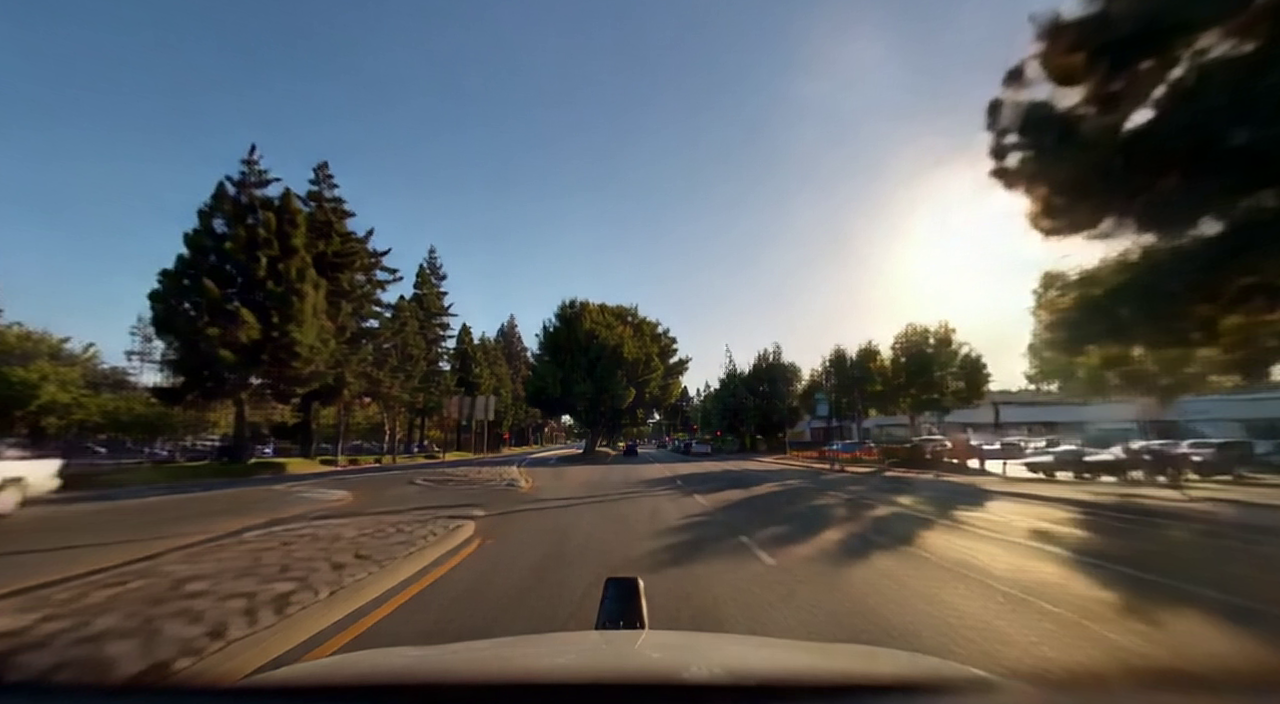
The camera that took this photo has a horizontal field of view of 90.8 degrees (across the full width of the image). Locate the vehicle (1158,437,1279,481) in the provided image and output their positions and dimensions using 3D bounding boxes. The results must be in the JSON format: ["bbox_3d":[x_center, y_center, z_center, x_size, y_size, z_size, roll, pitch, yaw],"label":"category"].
[{"bbox_3d":[24.827,4.393,26.427,1.988,1.617,4.524,2,-8,-10],"label":"vehicle"}]

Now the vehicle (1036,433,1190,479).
[{"bbox_3d":[21.438,4.703,29.026,2.150,1.812,5.372,0,-8,-13],"label":"vehicle"}]

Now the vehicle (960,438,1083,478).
[{"bbox_3d":[16.588,4.606,27.790,1.966,1.583,4.568,2,-9,-12],"label":"vehicle"}]
